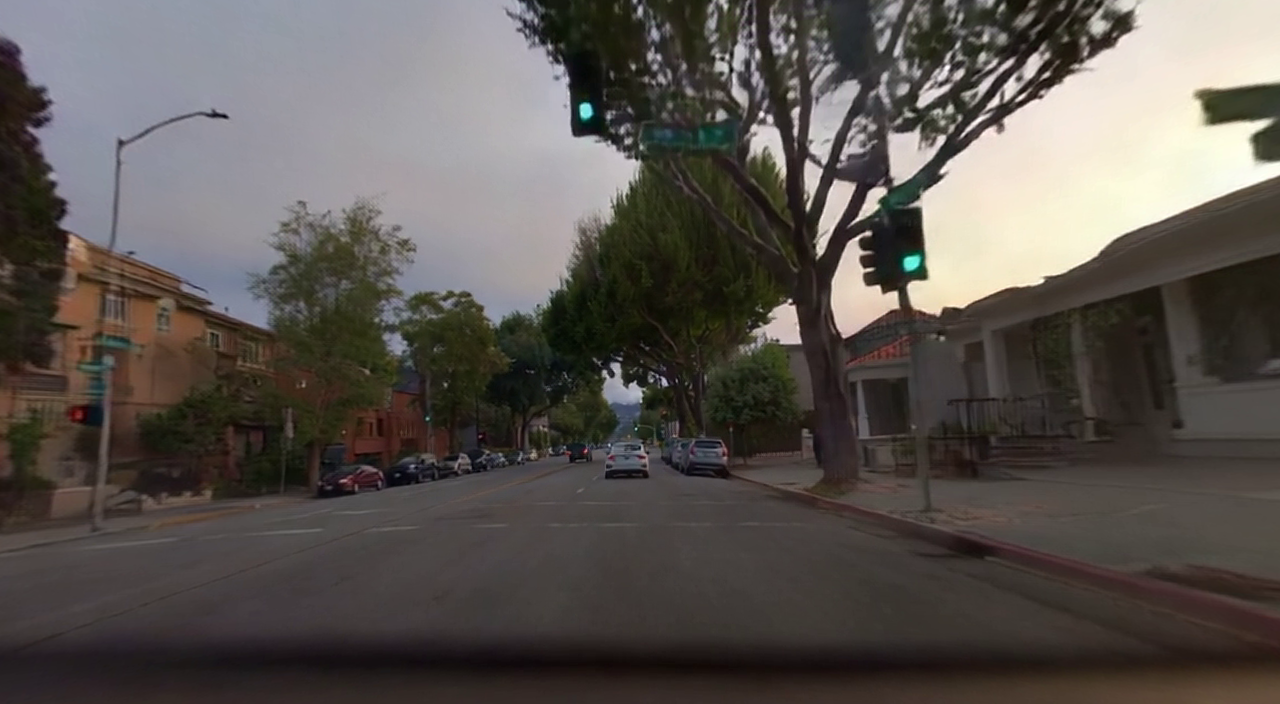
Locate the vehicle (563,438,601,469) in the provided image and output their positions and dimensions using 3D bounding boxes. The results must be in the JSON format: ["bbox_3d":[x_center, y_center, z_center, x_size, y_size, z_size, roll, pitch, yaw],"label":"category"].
[{"bbox_3d":[-3.631,6.366,39.814,1.983,1.841,4.013,0,-8,0],"label":"vehicle"}]

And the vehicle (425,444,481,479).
[{"bbox_3d":[-12.370,7.259,42.025,2.210,2.148,4.849,0,-8,0],"label":"vehicle"}]

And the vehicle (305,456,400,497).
[{"bbox_3d":[-12.092,5.254,26.831,1.913,1.475,4.372,0,-8,1],"label":"vehicle"}]

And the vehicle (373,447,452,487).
[{"bbox_3d":[-12.233,6.181,34.332,2.109,1.941,6.025,0,-8,-1],"label":"vehicle"}]

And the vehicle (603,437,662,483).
[{"bbox_3d":[-0.264,3.939,23.303,1.998,1.518,4.015,0,-8,-1],"label":"vehicle"}]

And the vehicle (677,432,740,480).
[{"bbox_3d":[2.627,4.130,25.199,1.969,1.725,4.387,0,-8,-1],"label":"vehicle"}]
